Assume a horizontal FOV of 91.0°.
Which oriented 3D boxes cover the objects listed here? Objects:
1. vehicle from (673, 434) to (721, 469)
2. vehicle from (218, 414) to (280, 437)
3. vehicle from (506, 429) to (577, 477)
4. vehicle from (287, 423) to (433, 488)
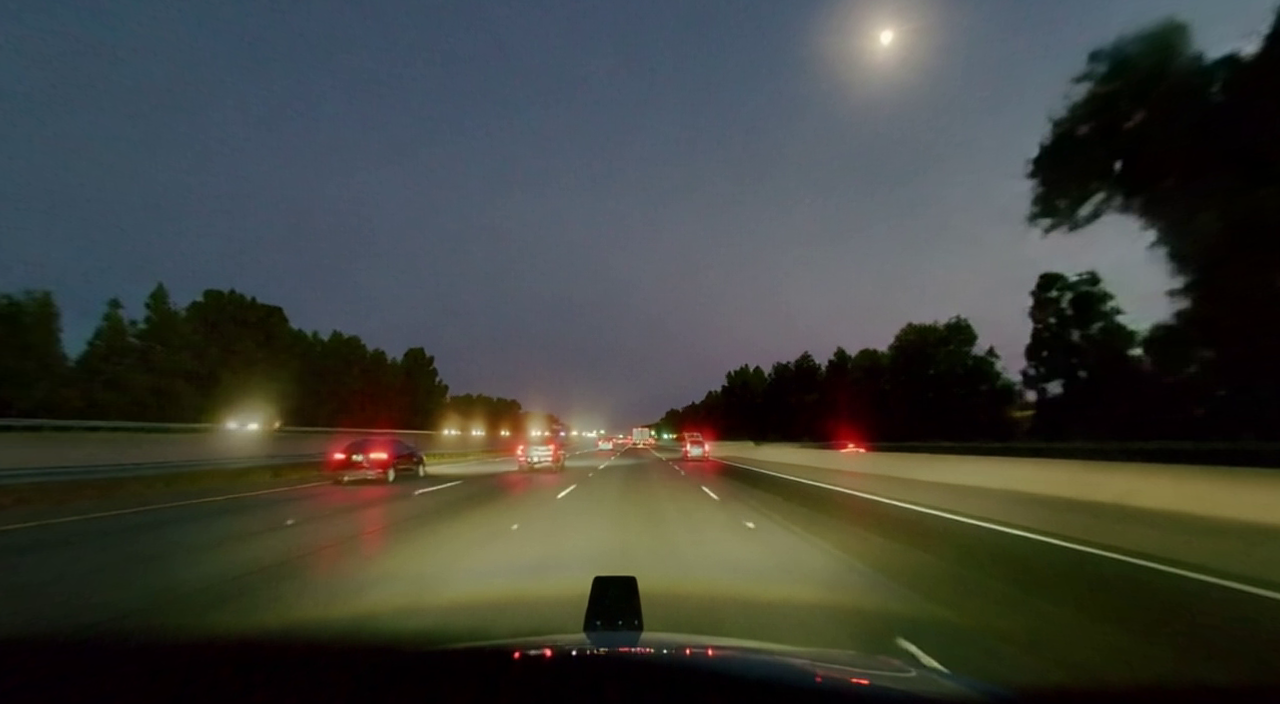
[{"bbox_3d":[2.939,5.263,33.350,2.053,1.698,4.097,0,-9,-1],"label":"vehicle"},{"bbox_3d":[-29.232,5.552,47.193,1.825,1.511,4.219,0,-9,2],"label":"vehicle"},{"bbox_3d":[-3.707,3.900,24.417,2.002,1.680,4.301,0,-9,1],"label":"vehicle"},{"bbox_3d":[-8.246,3.120,19.130,2.237,1.703,4.681,0,-9,0],"label":"vehicle"}]
